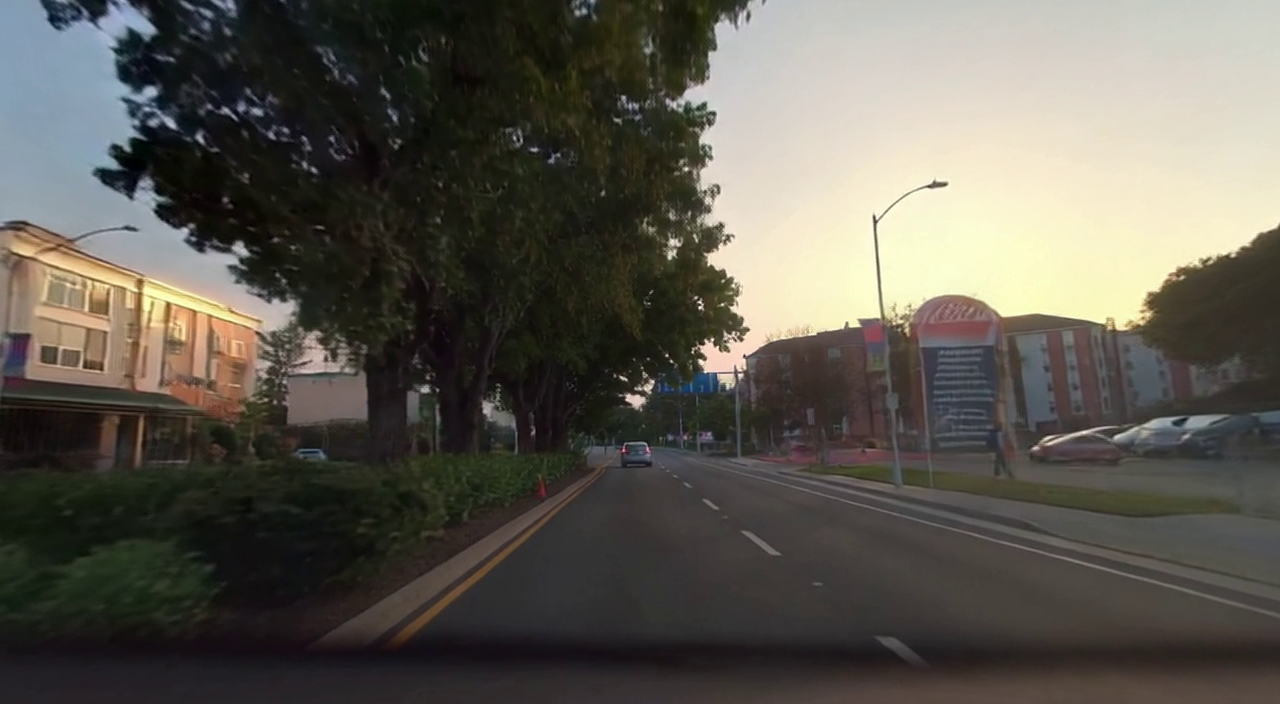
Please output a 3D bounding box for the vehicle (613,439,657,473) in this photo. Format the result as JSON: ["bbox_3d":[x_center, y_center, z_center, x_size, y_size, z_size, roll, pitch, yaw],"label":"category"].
[{"bbox_3d":[-0.222,5.764,35.087,2.235,1.719,4.292,2,-9,1],"label":"vehicle"}]
